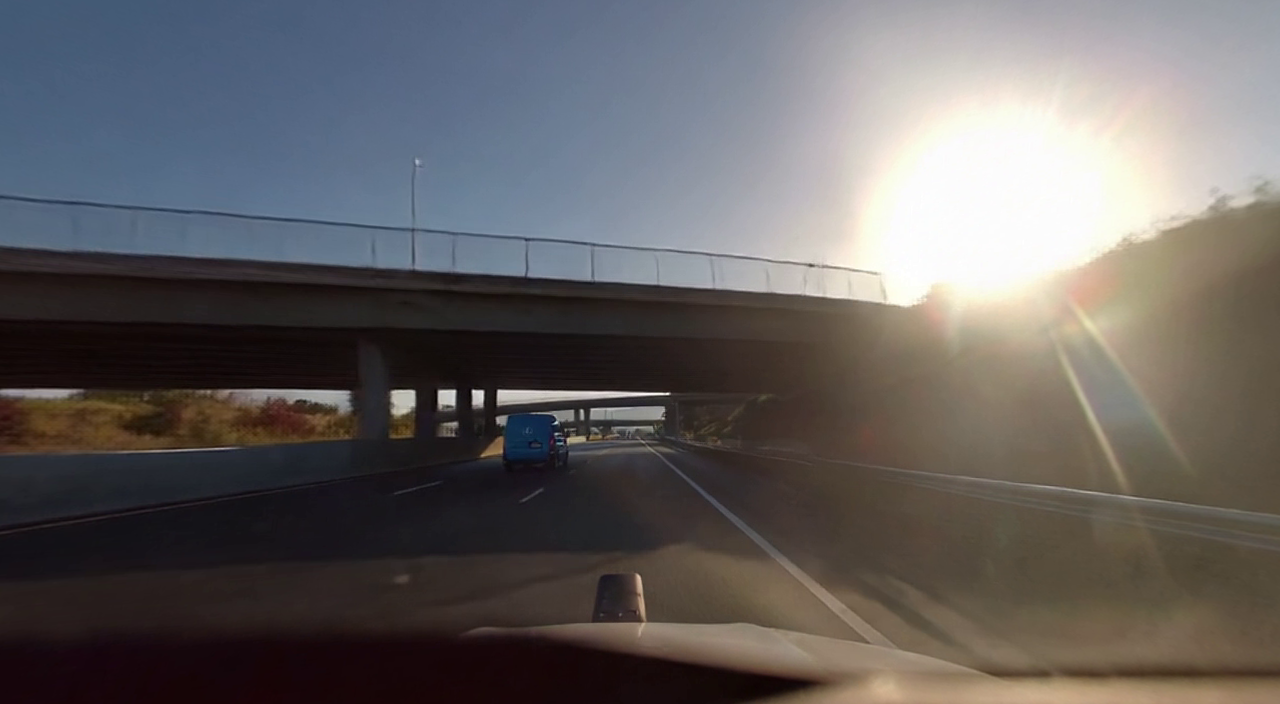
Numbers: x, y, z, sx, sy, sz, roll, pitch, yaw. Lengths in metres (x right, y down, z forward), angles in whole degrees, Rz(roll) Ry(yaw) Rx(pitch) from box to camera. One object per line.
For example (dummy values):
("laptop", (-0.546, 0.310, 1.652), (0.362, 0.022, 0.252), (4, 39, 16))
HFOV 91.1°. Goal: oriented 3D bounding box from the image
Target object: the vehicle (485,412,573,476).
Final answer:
("vehicle", (-3.838, 3.282, 22.727), (2.309, 2.053, 4.884), (0, -8, 0))
